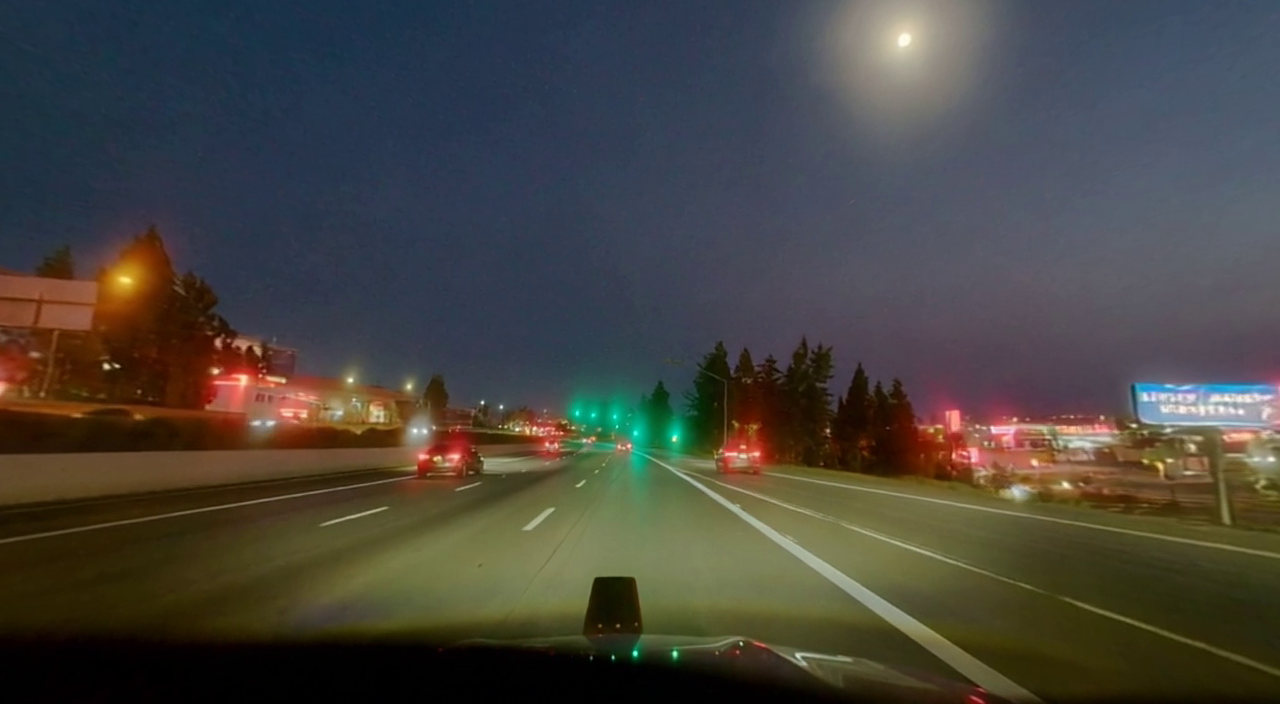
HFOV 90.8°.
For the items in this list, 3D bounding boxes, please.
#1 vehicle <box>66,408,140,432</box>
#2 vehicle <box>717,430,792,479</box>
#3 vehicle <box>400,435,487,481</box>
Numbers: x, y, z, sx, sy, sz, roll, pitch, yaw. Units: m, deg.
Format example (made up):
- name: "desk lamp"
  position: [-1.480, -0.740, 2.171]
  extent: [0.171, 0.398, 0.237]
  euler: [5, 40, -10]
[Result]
- name: "vehicle"
  position: [-34.167, 4.376, 40.330]
  extent: [1.562, 1.414, 3.560]
  euler: [0, -9, -1]
- name: "vehicle"
  position: [4.509, 4.109, 25.577]
  extent: [2.023, 1.782, 4.193]
  euler: [0, -9, -4]
- name: "vehicle"
  position: [-7.785, 4.246, 25.613]
  extent: [2.030, 1.672, 4.913]
  euler: [0, -9, -1]
